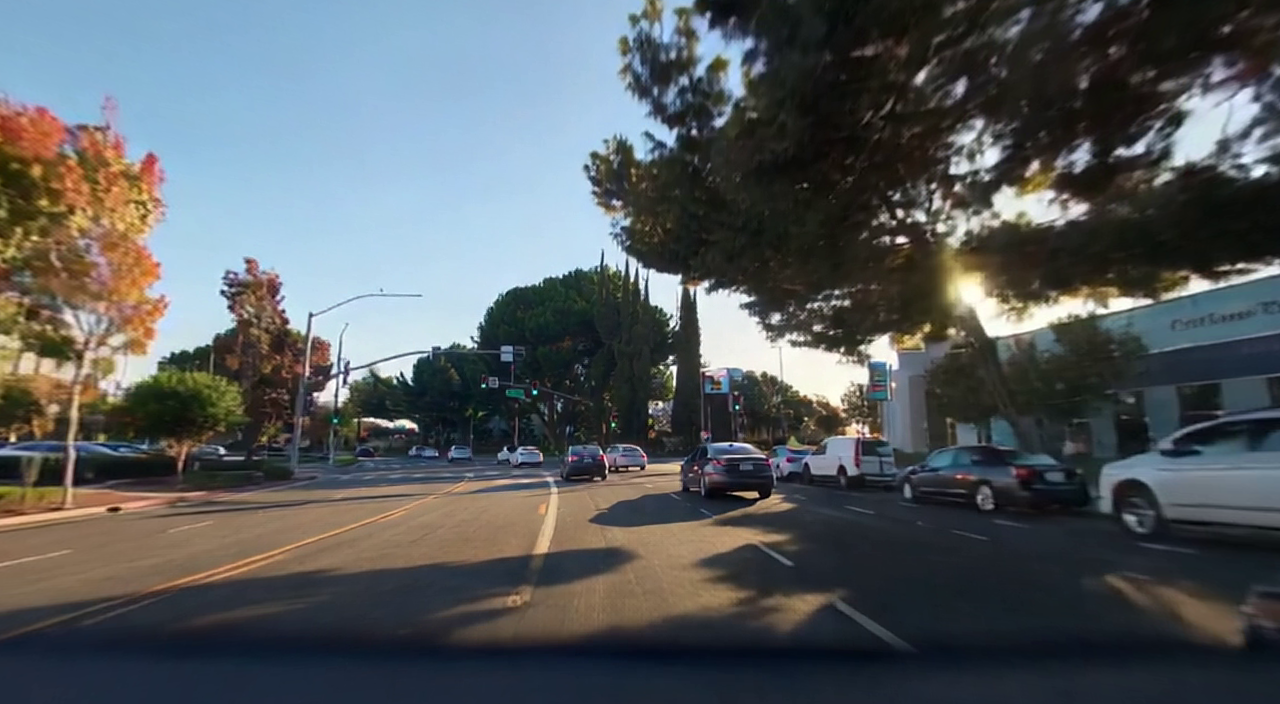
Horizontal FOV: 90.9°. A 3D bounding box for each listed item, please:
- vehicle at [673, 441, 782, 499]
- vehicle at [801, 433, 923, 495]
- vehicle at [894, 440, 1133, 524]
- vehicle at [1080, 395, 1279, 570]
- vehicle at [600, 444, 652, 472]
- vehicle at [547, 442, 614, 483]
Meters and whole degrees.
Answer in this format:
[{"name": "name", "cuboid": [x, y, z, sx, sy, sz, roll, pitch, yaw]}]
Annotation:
[{"name": "vehicle", "cuboid": [2.369, 3.358, 18.386, 1.984, 1.476, 4.488, 1, -9, -8]}, {"name": "vehicle", "cuboid": [6.595, 3.366, 19.272, 1.825, 1.646, 4.070, 1, -9, -7]}, {"name": "vehicle", "cuboid": [7.470, 2.609, 13.311, 1.903, 1.432, 4.514, 1, -9, -7]}, {"name": "vehicle", "cuboid": [7.845, 1.440, 7.054, 2.197, 1.832, 4.762, 0, -9, -3]}, {"name": "vehicle", "cuboid": [-0.896, 6.029, 36.097, 1.957, 1.463, 4.701, 2, -9, -14]}, {"name": "vehicle", "cuboid": [-2.607, 4.594, 26.573, 2.308, 1.535, 4.811, 2, -9, -11]}]
